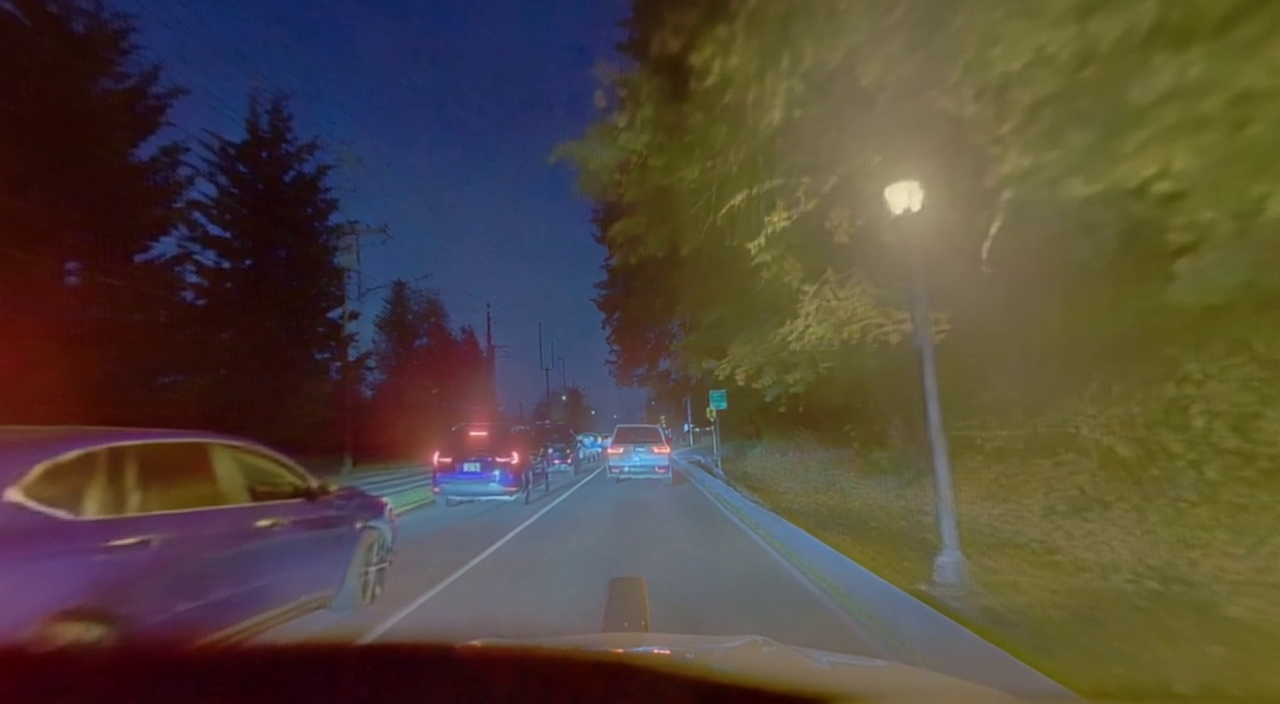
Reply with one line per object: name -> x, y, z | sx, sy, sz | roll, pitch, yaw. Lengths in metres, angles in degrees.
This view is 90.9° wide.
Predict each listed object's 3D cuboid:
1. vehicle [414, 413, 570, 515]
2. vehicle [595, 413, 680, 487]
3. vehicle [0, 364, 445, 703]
vehicle -> -2.890, 2.334, 13.567 | 2.062, 1.796, 4.657 | -1, -8, 2
vehicle -> 0.019, 2.891, 18.732 | 2.241, 1.912, 4.095 | -1, -8, 2
vehicle -> -3.132, 1.079, 3.889 | 2.180, 1.546, 4.755 | 0, -8, 2
